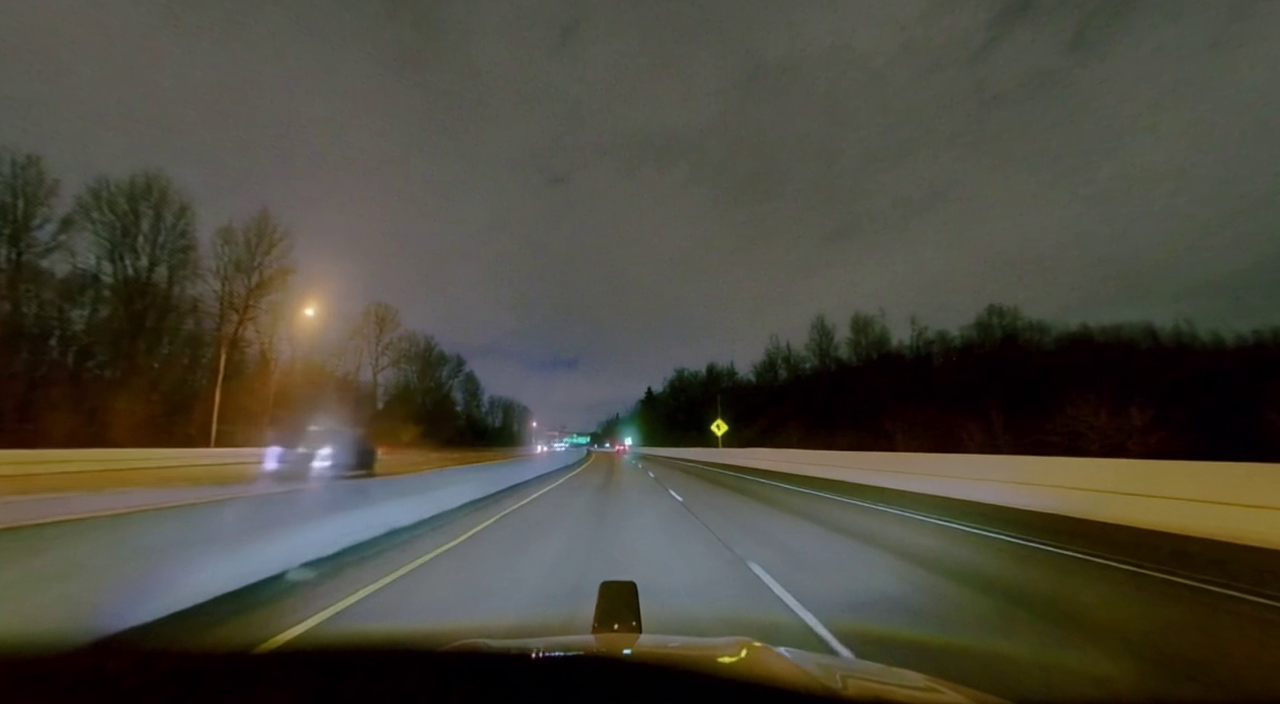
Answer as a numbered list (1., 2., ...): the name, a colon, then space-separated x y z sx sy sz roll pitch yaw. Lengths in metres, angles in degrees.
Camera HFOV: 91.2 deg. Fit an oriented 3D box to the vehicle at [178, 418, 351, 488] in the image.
1. vehicle: -9.469 2.609 16.304 1.931 1.553 4.205 0 -9 -1
